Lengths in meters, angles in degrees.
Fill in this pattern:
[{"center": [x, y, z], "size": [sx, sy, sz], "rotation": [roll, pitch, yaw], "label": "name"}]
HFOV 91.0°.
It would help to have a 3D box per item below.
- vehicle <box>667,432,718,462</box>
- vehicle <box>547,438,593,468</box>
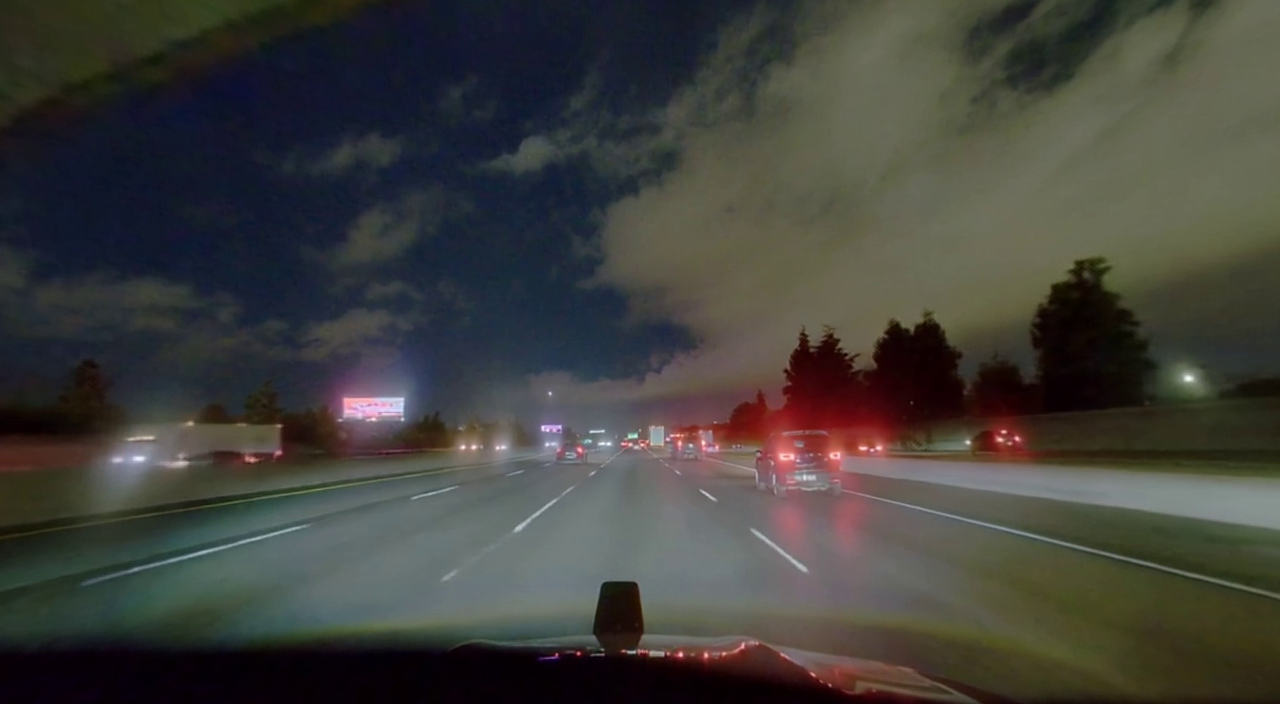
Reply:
[{"center": [3.865, 7.501, 49.854], "size": [3.042, 2.004, 14.051], "rotation": [0, -8, 1], "label": "vehicle"}, {"center": [-3.759, 5.537, 34.613], "size": [2.066, 1.500, 4.415], "rotation": [0, -8, 0], "label": "vehicle"}]
